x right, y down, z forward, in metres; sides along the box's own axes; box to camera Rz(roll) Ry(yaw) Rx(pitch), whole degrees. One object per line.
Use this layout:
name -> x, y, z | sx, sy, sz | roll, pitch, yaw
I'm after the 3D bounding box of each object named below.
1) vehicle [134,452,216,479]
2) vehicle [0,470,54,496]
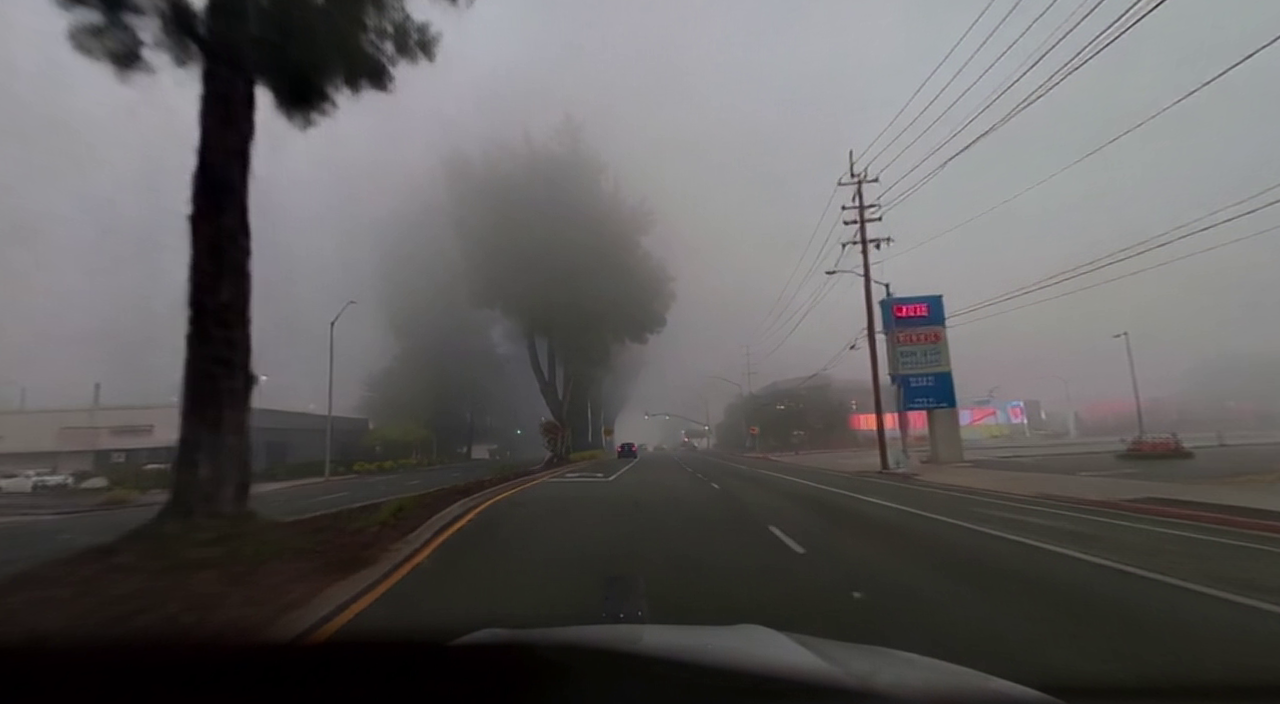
vehicle -> -33.144, 8.115, 45.108 | 4.137, 1.733, 2.016 | 2, -10, 0
vehicle -> -45.475, 9.453, 45.729 | 1.818, 1.590, 4.291 | 0, -8, 1
